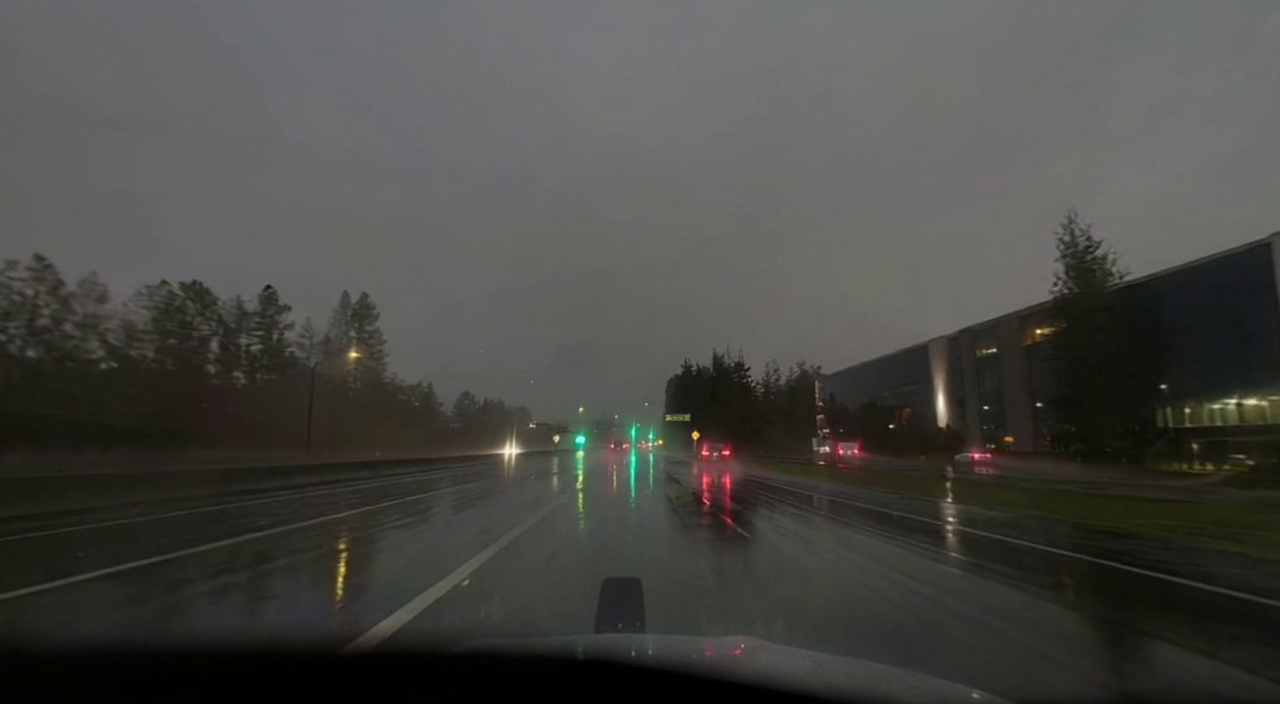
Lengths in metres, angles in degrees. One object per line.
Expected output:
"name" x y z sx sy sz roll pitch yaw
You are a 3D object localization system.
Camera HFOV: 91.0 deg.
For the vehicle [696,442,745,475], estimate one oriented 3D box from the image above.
"vehicle" 4.238 5.654 33.776 2.085 1.594 4.848 0 -9 1
